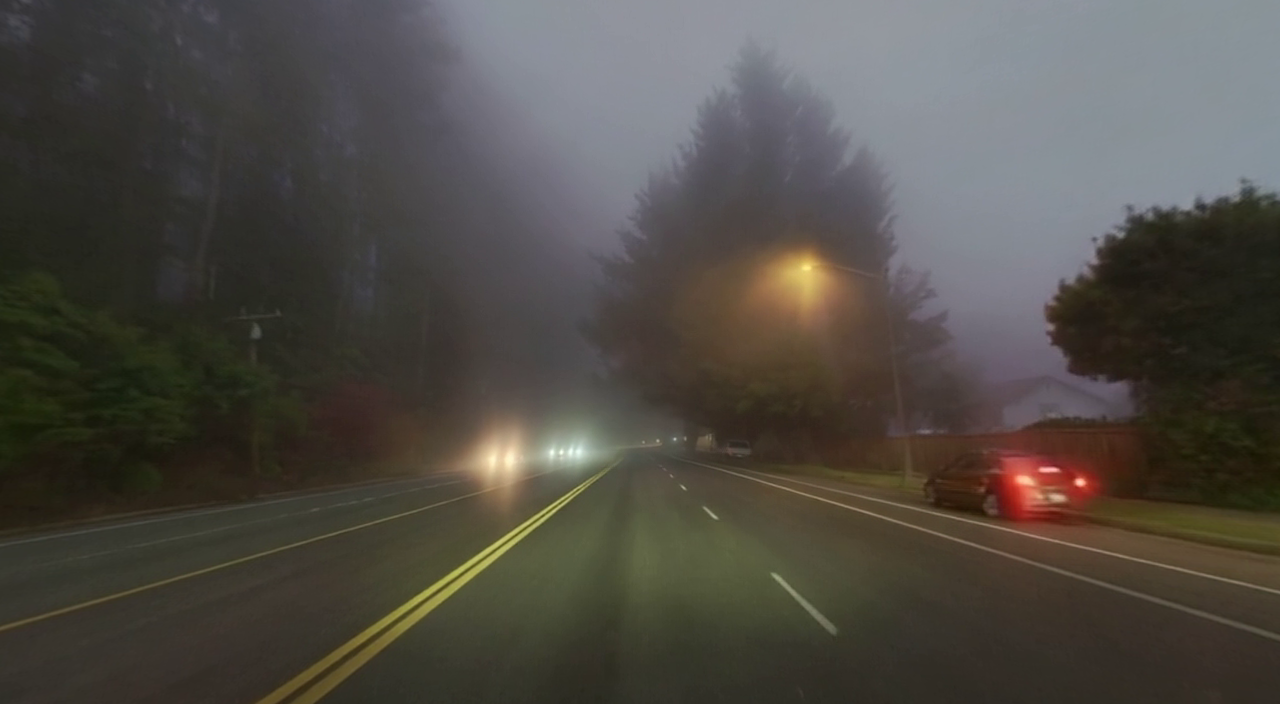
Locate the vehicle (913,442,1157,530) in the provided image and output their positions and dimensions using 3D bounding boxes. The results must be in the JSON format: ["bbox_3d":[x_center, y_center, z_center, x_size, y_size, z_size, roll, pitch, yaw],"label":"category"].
[{"bbox_3d":[7.609,2.585,12.913,1.967,1.449,4.645,0,-8,0],"label":"vehicle"}]

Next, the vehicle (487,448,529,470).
[{"bbox_3d":[-9.662,7.886,46.631,2.061,1.490,4.637,0,-8,1],"label":"vehicle"}]
